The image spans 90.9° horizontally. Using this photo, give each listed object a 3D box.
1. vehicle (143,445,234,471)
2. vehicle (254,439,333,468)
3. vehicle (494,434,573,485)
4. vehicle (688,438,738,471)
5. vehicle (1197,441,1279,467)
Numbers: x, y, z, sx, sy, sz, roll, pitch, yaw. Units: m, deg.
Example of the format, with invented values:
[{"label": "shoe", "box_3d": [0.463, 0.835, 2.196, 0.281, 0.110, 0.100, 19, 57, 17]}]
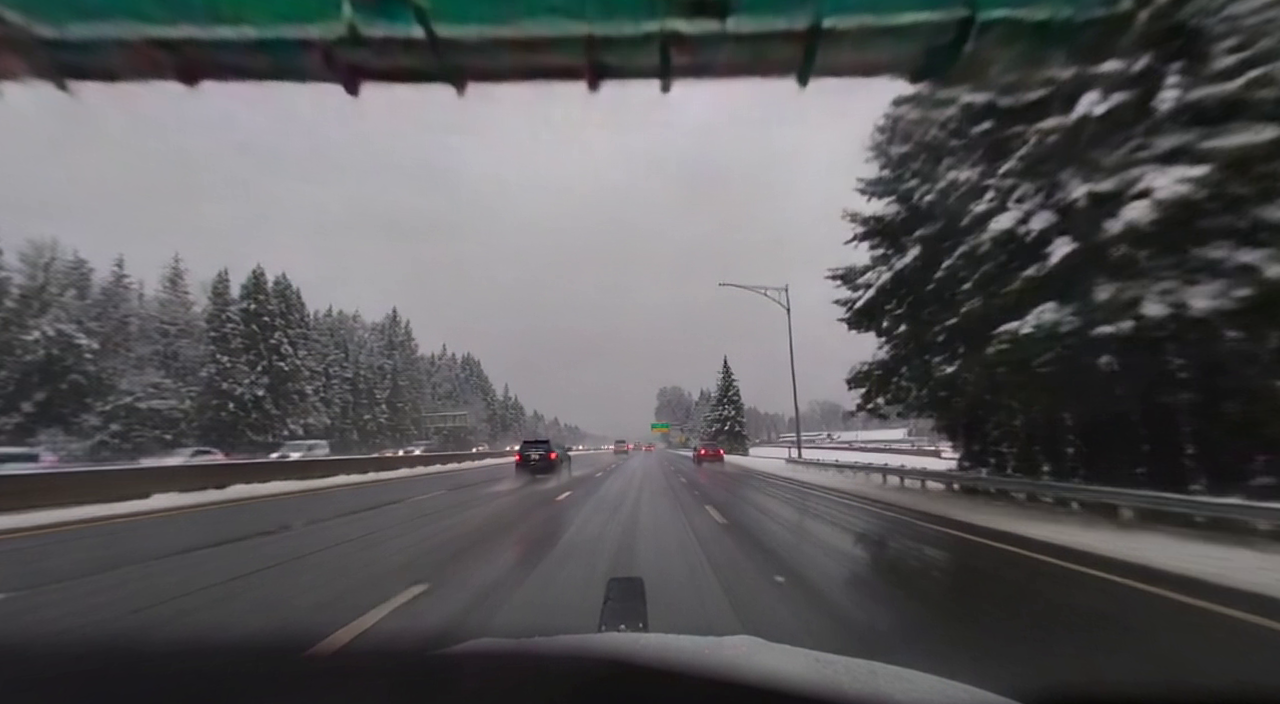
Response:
[{"label": "vehicle", "box_3d": [-31.603, 7.413, 44.409, 2.124, 1.653, 5.613, 0, -8, 2]}, {"label": "vehicle", "box_3d": [-23.927, 7.002, 43.860, 2.164, 1.876, 5.764, 0, -8, 1]}, {"label": "vehicle", "box_3d": [-3.962, 4.066, 24.199, 2.196, 1.733, 4.355, 0, -8, 1]}, {"label": "vehicle", "box_3d": [3.928, 5.639, 34.880, 2.229, 1.704, 4.392, 0, -8, 0]}, {"label": "vehicle", "box_3d": [42.924, 7.219, 44.834, 1.903, 1.707, 4.655, 1, -8, -10]}]
